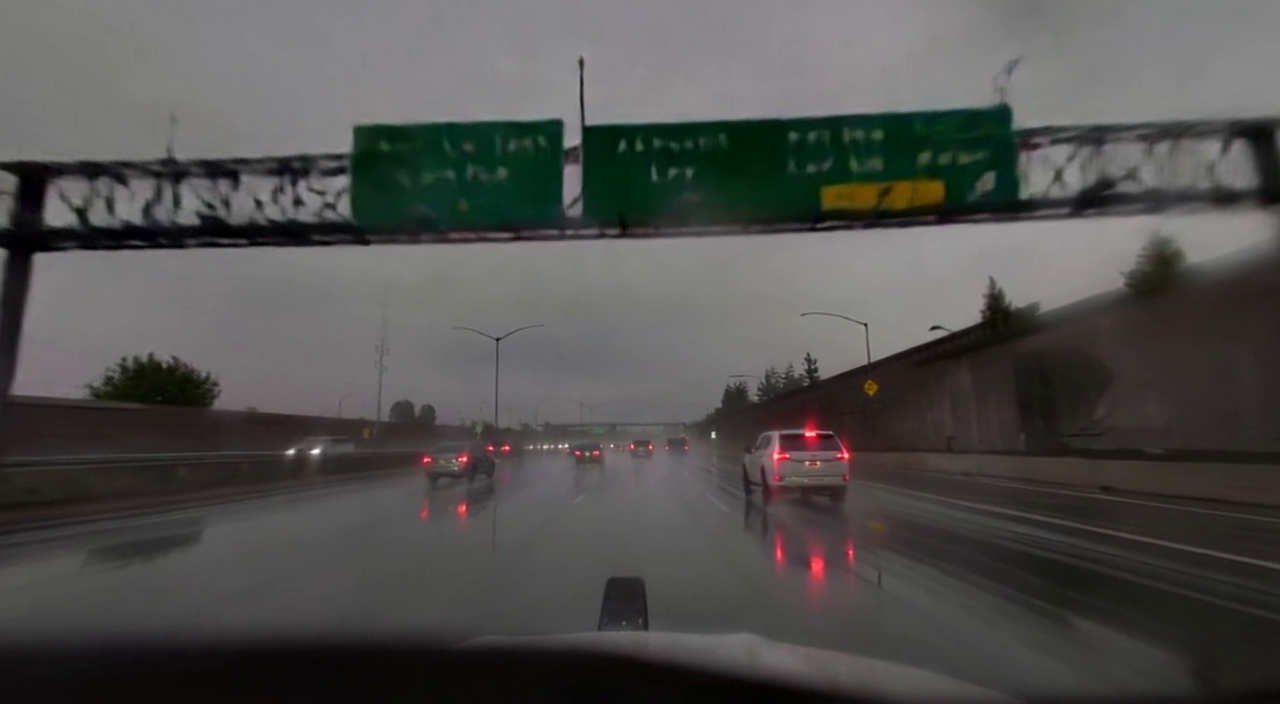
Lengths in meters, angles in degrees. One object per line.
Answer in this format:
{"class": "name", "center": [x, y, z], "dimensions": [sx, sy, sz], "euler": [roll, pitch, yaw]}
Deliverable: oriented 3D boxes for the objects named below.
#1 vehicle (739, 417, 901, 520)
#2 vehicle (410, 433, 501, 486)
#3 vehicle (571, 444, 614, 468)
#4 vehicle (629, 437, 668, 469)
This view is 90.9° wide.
{"class": "vehicle", "center": [3.582, 2.415, 13.648], "dimensions": [2.083, 1.823, 4.627], "euler": [0, -8, -1]}
{"class": "vehicle", "center": [-6.448, 3.783, 22.546], "dimensions": [1.946, 1.688, 4.019], "euler": [0, -8, 1]}
{"class": "vehicle", "center": [-2.875, 6.394, 39.114], "dimensions": [2.205, 1.406, 4.286], "euler": [0, -8, 1]}
{"class": "vehicle", "center": [0.506, 5.833, 36.714], "dimensions": [2.133, 1.739, 3.925], "euler": [0, -8, 1]}
